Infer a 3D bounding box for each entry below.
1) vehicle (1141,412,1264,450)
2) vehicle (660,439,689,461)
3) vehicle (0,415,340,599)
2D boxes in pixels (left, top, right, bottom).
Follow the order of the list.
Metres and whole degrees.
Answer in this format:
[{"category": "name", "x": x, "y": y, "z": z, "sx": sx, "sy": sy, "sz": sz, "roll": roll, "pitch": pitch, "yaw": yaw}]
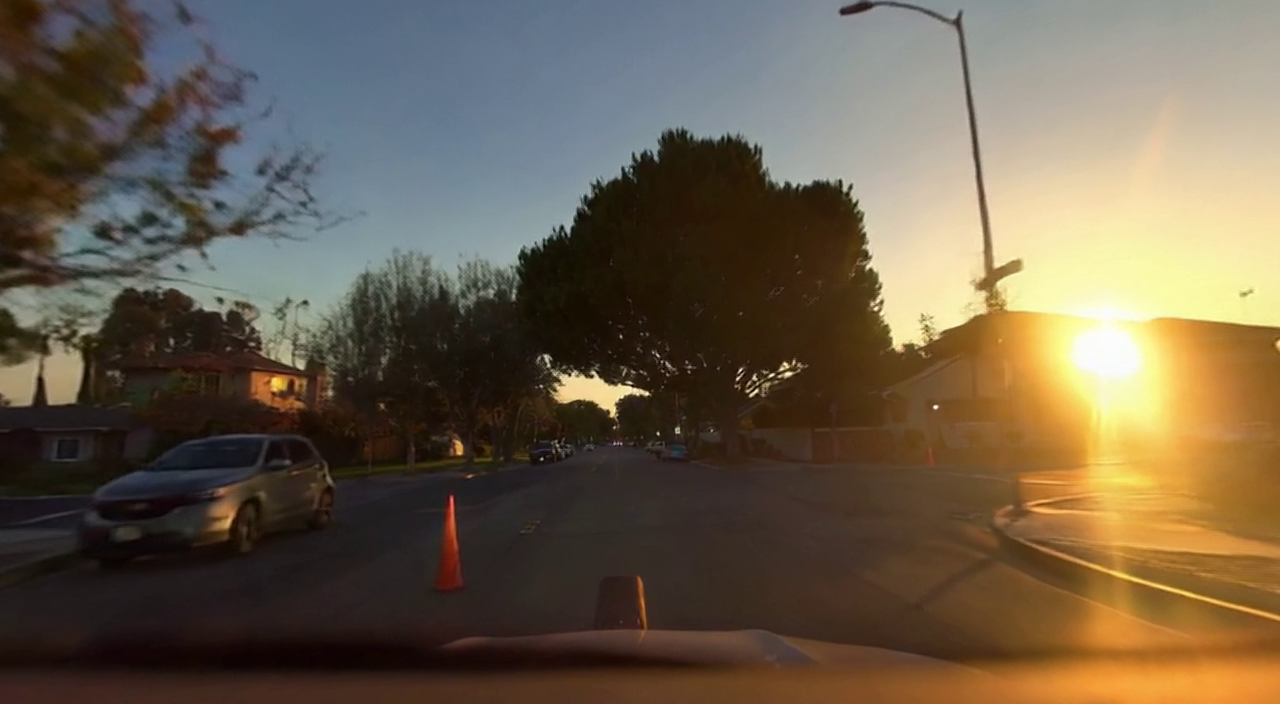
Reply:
[{"category": "vehicle", "x": 29.691, "y": 4.143, "z": 33.596, "sx": 1.923, "sy": 1.805, "sz": 4.876, "roll": -2, "pitch": -6, "yaw": -1}, {"category": "vehicle", "x": 2.684, "y": 7.716, "z": 49.880, "sx": 1.896, "sy": 1.602, "sz": 4.571, "roll": 0, "pitch": -8, "yaw": -1}, {"category": "vehicle", "x": -6.158, "y": 1.907, "z": 8.979, "sx": 2.087, "sy": 1.835, "sz": 4.445, "roll": -2, "pitch": -7, "yaw": -7}]
